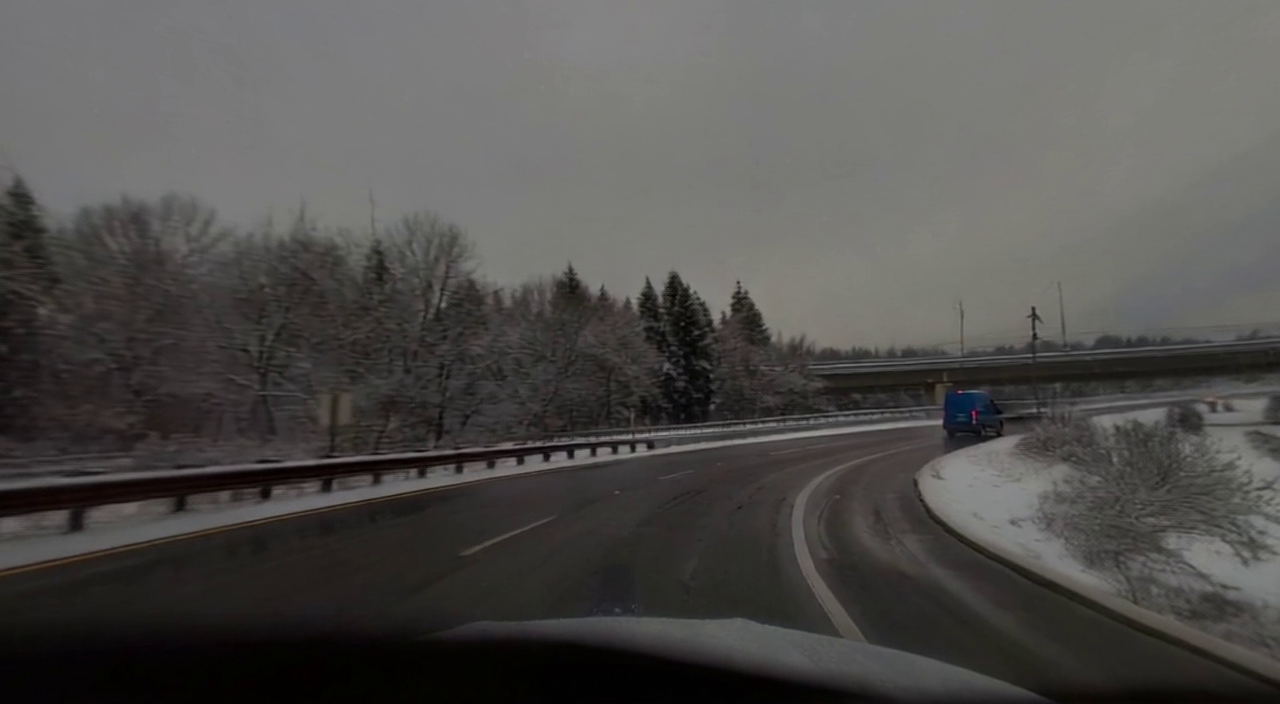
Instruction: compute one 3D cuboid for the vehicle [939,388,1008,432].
[{"bbox_3d":[21.601,3.835,40.700,5.330,2.577,2.352,7,-11,-44],"label":"vehicle"}]
